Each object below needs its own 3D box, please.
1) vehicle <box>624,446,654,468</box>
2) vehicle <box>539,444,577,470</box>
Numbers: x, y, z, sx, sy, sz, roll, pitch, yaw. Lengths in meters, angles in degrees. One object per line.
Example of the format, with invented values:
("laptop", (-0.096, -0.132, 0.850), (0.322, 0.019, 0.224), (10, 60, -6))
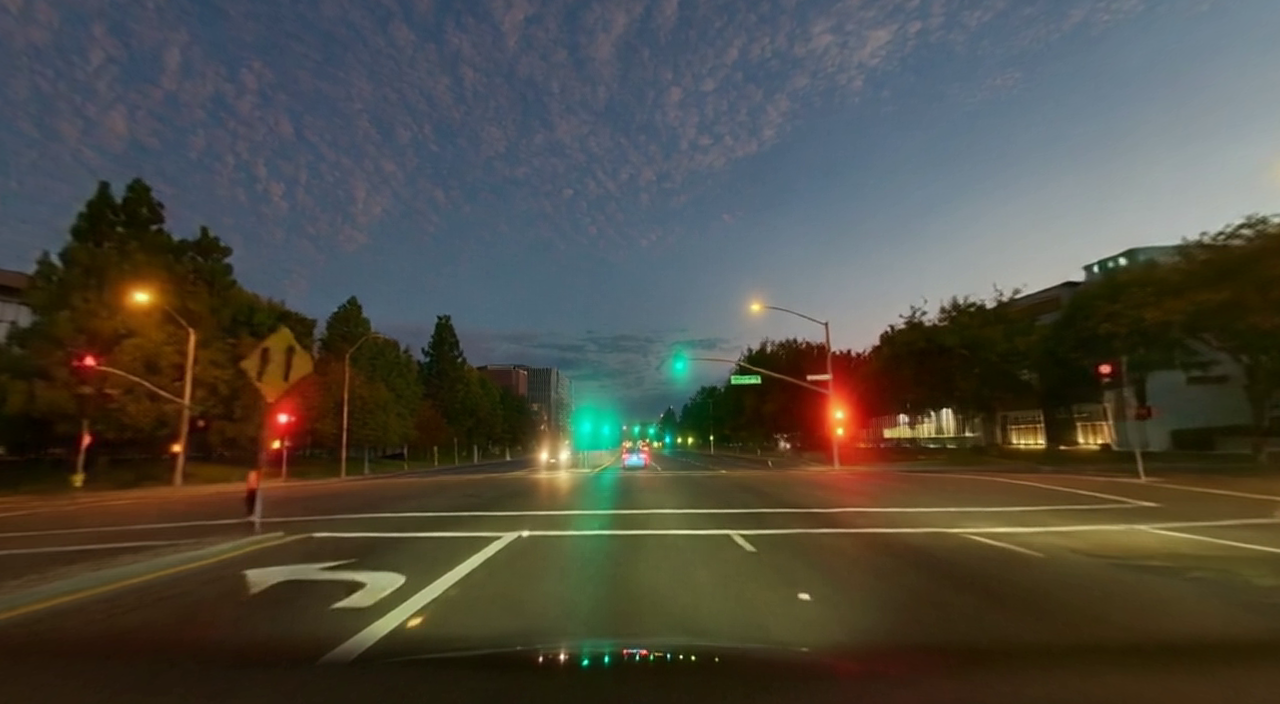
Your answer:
("vehicle", (-0.113, 7.465, 45.077), (2.064, 1.477, 3.968), (0, -9, -1))
("vehicle", (-5.541, 7.159, 43.105), (2.016, 1.631, 4.148), (0, -9, 0))
